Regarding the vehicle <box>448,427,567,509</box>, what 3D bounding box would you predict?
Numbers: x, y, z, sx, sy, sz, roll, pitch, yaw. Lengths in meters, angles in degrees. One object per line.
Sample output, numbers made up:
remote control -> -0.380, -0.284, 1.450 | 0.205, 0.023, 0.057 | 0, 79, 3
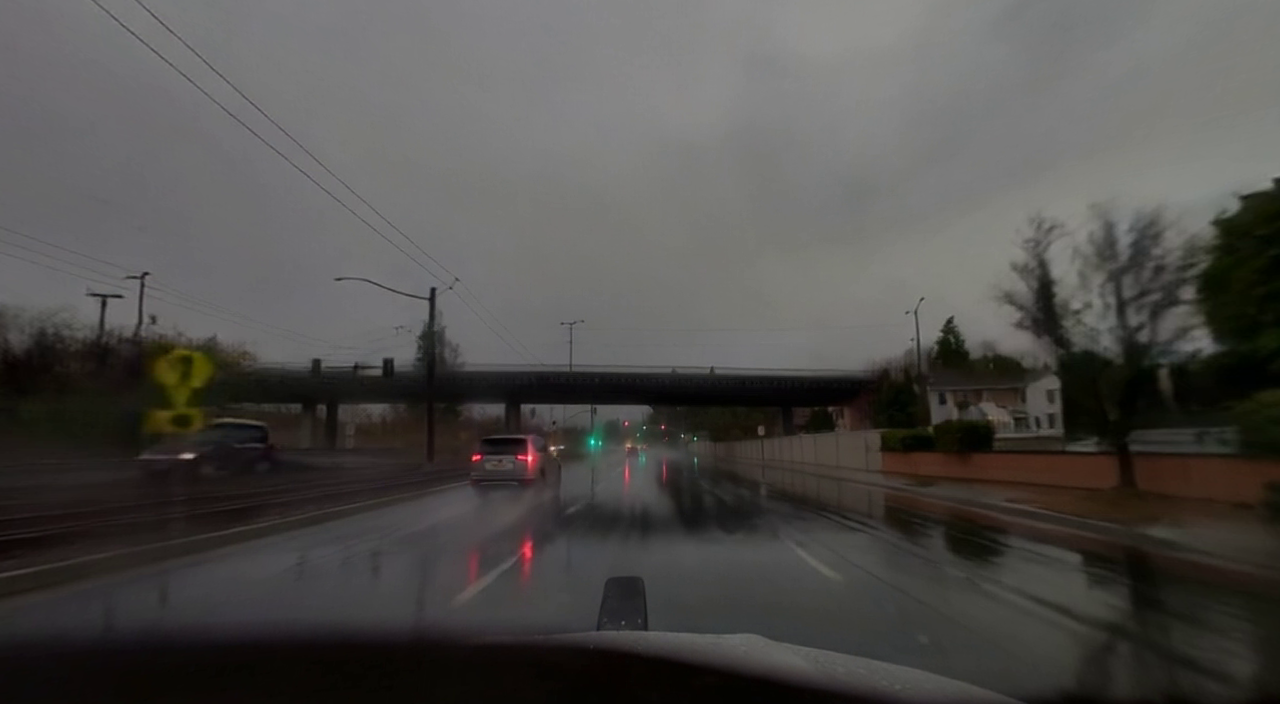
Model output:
vehicle -> -3.045, 2.772, 15.461 | 1.882, 1.704, 4.335 | 0, -9, 1
